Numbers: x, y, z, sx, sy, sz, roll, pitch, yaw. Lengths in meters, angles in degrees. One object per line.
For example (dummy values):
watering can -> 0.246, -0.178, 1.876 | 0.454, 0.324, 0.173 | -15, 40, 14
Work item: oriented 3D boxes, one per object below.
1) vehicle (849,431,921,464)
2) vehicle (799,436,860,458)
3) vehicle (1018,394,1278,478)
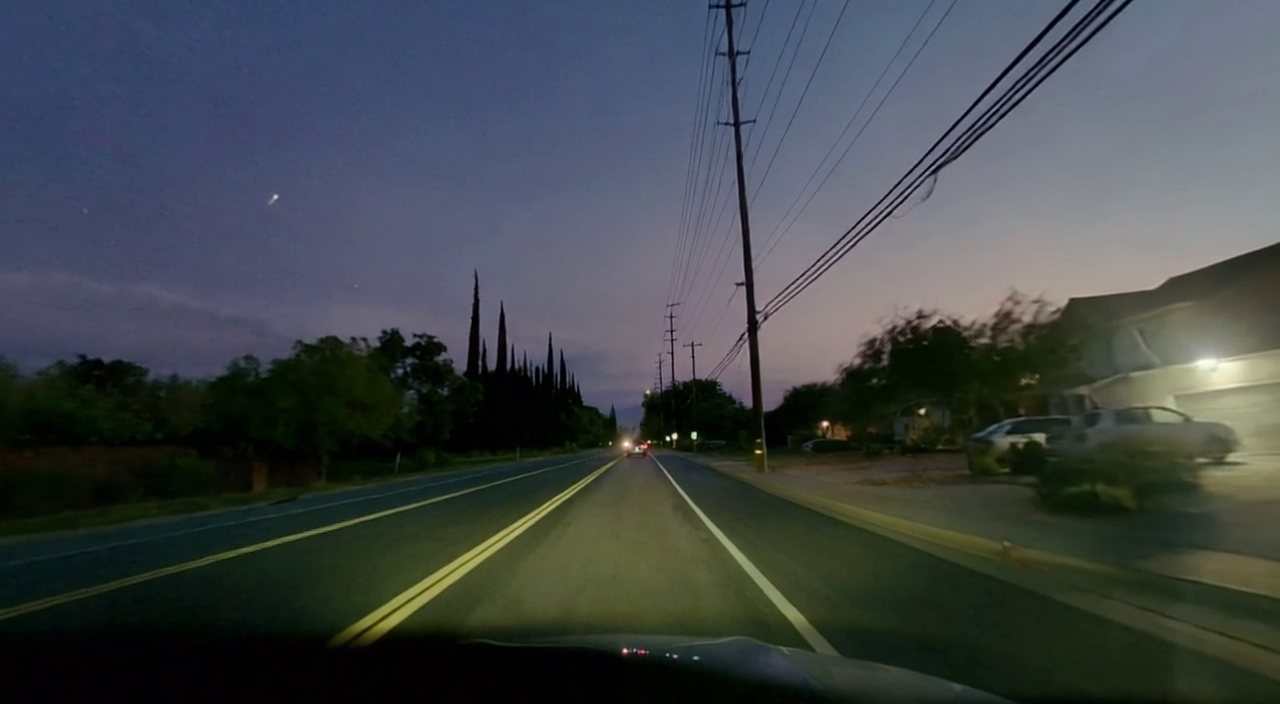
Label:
vehicle -> 12.203, 4.782, 31.643 | 1.846, 1.523, 4.492 | 0, -8, 1
vehicle -> 14.174, 7.111, 47.215 | 3.855, 1.548, 1.937 | 0, -8, -8
vehicle -> 13.031, 2.205, 16.452 | 4.905, 2.056, 2.058 | 0, -9, 0
